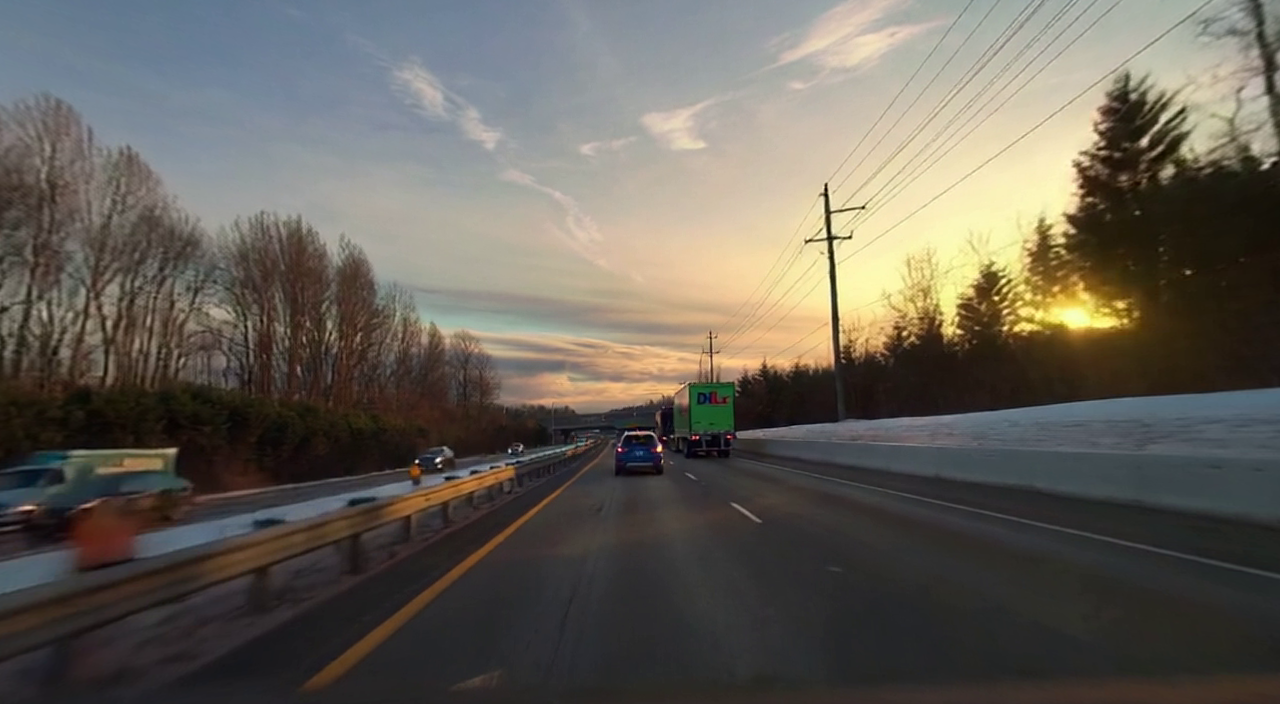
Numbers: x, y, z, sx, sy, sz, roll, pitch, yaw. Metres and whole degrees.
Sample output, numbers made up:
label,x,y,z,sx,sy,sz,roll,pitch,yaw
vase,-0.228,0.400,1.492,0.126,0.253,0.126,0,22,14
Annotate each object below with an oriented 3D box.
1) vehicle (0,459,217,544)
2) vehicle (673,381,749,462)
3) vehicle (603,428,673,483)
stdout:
label,x,y,z,sx,sy,sz,roll,pitch,yaw
vehicle,-12.760,3.513,15.388,2.066,1.614,4.246,0,-8,-4
vehicle,3.615,3.943,34.613,2.835,3.872,8.916,0,-8,-2
vehicle,-0.128,3.297,20.394,2.062,1.581,3.914,0,-8,-2
